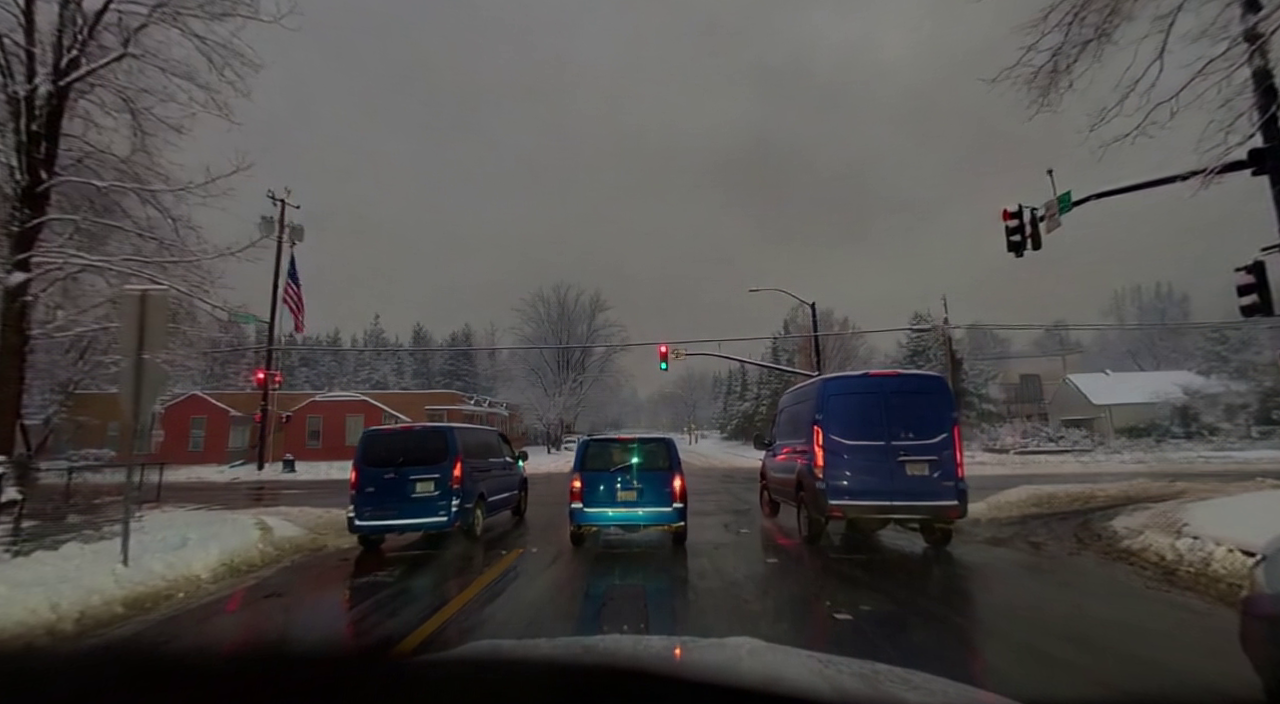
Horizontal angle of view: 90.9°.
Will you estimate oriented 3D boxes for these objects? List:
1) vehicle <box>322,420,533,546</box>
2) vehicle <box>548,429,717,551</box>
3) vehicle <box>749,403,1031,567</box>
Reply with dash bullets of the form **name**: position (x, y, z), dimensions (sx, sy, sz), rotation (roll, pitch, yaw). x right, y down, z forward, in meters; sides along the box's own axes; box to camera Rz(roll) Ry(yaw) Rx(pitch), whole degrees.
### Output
- **vehicle**: position (-3.221, 2.069, 10.578), dimensions (2.024, 1.677, 3.998), rotation (0, -9, 2)
- **vehicle**: position (-0.113, 2.035, 9.984), dimensions (2.098, 1.494, 4.118), rotation (0, -9, -1)
- **vehicle**: position (3.068, 1.760, 9.035), dimensions (2.178, 1.746, 4.400), rotation (0, -9, -1)
